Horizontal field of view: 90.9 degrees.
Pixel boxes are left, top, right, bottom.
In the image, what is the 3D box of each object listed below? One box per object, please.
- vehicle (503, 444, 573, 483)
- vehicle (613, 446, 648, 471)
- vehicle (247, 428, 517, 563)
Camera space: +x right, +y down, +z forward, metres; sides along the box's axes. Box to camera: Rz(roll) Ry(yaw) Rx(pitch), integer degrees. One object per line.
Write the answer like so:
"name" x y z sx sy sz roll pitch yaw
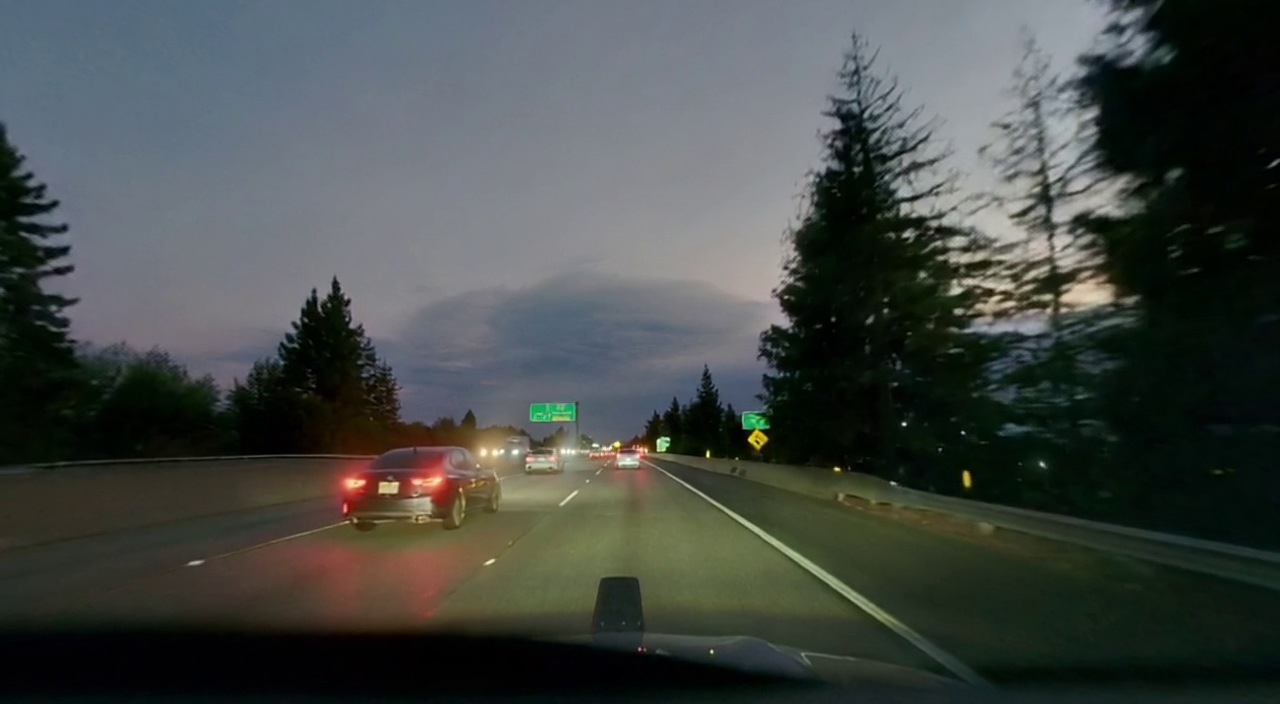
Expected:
"vehicle" -4.049 4.495 25.838 2.107 1.453 4.462 0 -8 0
"vehicle" -0.613 6.781 40.472 2.100 1.471 3.956 0 -8 -1
"vehicle" -3.365 1.960 9.457 2.067 1.509 4.551 0 -8 1
